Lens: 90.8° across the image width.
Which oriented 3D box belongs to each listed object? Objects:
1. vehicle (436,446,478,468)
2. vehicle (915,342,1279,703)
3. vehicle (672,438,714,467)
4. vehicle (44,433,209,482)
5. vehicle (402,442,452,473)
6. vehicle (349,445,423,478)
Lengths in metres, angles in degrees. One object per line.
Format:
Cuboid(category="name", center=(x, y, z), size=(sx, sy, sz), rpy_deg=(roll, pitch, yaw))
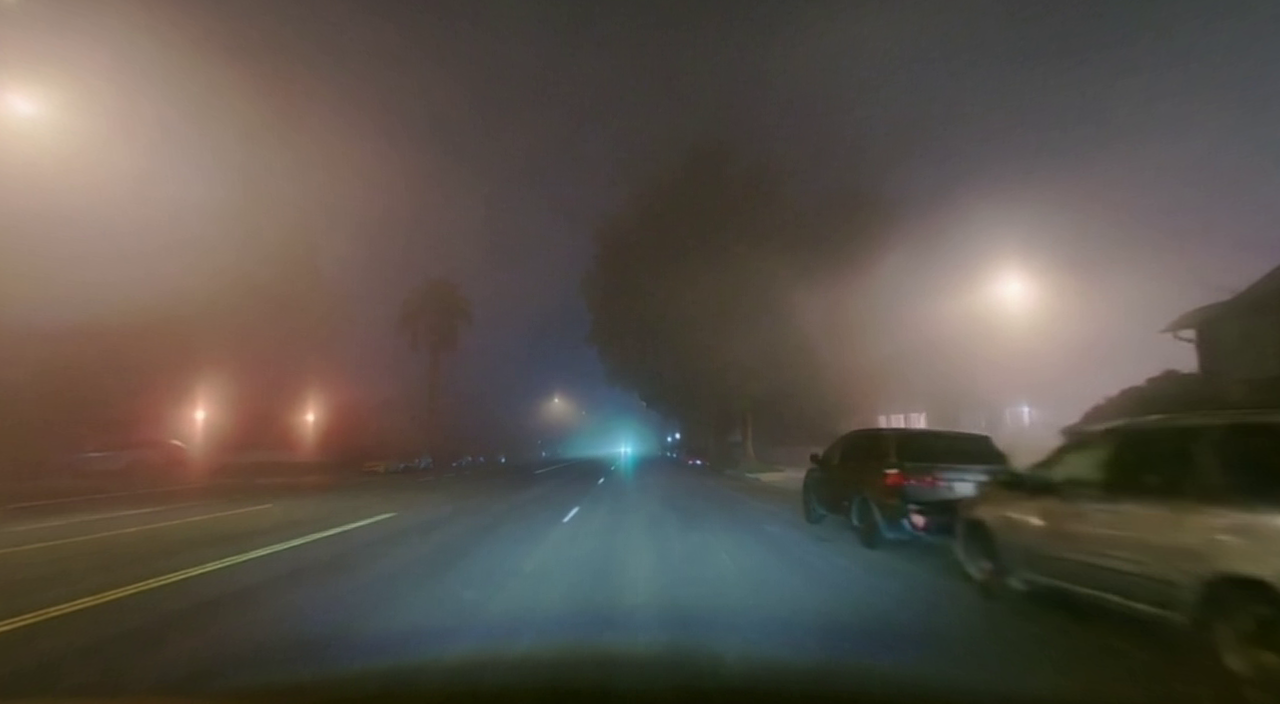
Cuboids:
Cuboid(category="vehicle", center=(-13.739, 7.861, 47.633), size=(1.921, 1.498, 4.460), rpy_deg=(0, -7, -1))
Cuboid(category="vehicle", center=(3.834, 1.058, 4.127), size=(1.912, 1.790, 4.715), rpy_deg=(0, -9, 0))
Cuboid(category="vehicle", center=(3.356, 6.486, 40.729), size=(2.221, 1.718, 5.192), rpy_deg=(0, -9, 0))
Cuboid(category="vehicle", center=(-22.732, 4.687, 28.148), size=(5.386, 2.043, 2.124), rpy_deg=(0, -9, -1))
Cuboid(category="vehicle", center=(-13.732, 6.814, 40.978), size=(1.844, 1.764, 4.183), rpy_deg=(-1, -7, 0))
Cuboid(category="vehicle", center=(-13.732, 5.912, 34.431), size=(2.131, 1.492, 4.310), rpy_deg=(-1, -7, 2))
